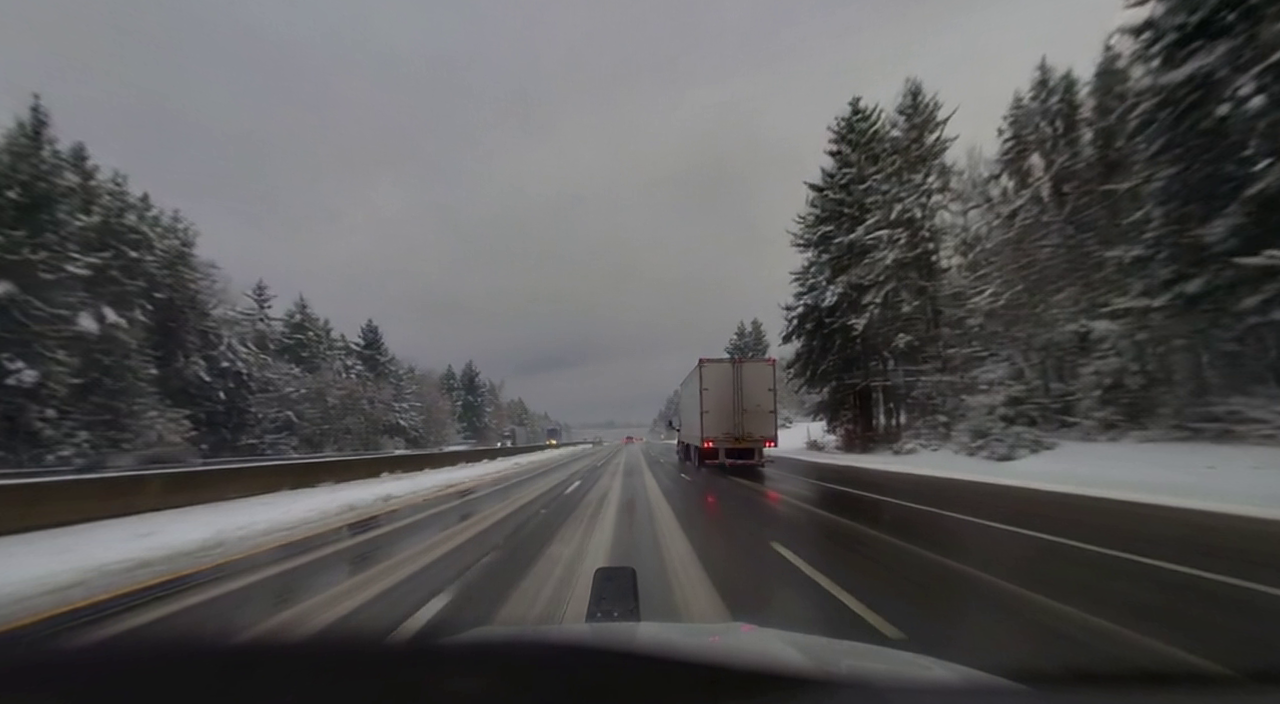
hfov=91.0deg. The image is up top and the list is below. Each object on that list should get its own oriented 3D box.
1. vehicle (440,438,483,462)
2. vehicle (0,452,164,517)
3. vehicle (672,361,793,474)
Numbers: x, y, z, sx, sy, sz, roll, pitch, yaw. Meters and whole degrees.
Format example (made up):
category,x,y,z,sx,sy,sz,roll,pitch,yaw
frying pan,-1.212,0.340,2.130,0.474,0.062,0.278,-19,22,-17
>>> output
category,x,y,z,sx,sy,sz,roll,pitch,yaw
vehicle,-12.629,6.937,44.691,1.882,1.503,4.212,-2,-8,0
vehicle,-15.723,3.526,17.290,1.809,1.434,4.492,0,-8,-1
vehicle,3.839,3.403,30.820,3.489,4.211,14.193,0,-8,-1
